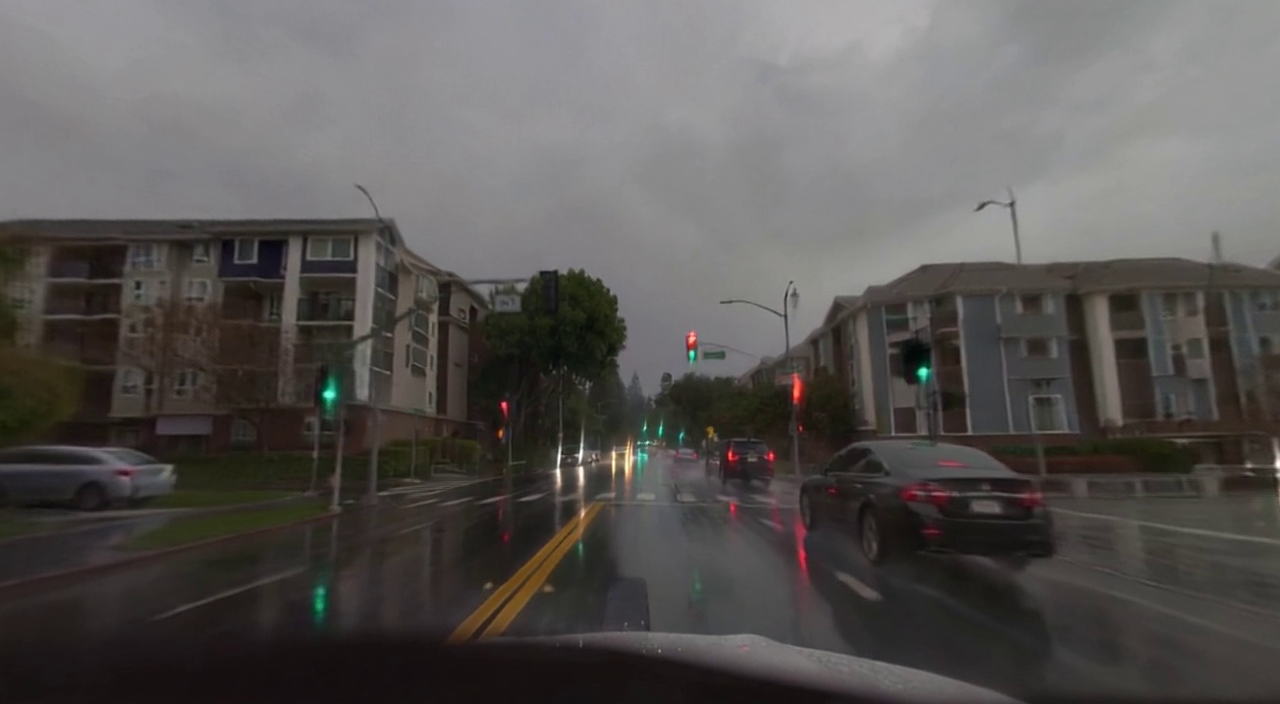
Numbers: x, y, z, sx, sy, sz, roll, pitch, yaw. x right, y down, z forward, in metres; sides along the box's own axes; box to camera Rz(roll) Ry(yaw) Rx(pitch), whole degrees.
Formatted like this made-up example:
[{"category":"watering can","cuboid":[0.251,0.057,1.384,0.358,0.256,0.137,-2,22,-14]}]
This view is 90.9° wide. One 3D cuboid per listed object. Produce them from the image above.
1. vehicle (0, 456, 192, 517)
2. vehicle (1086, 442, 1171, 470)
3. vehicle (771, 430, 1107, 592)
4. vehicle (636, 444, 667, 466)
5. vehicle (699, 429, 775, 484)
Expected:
[{"category":"vehicle","cuboid":[-15.355,3.624,17.244,4.727,1.483,2.002,-1,-8,4]},{"category":"vehicle","cuboid":[28.732,6.121,37.223,1.698,1.477,3.735,-2,-9,-6]},{"category":"vehicle","cuboid":[3.294,1.839,8.308,2.078,1.488,4.741,0,-8,0]},{"category":"vehicle","cuboid":[0.776,7.352,45.092,2.097,1.463,4.043,0,-8,0]},{"category":"vehicle","cuboid":[3.564,3.960,24.045,2.199,1.872,4.513,0,-8,0]}]
